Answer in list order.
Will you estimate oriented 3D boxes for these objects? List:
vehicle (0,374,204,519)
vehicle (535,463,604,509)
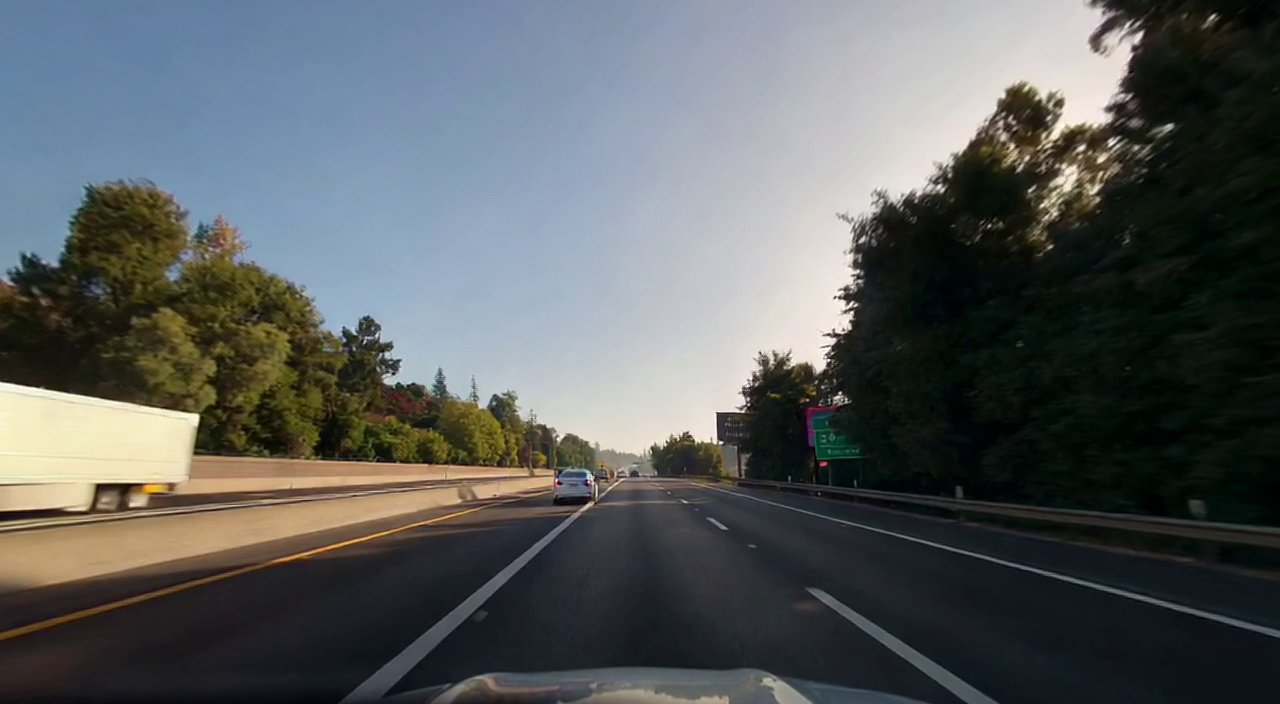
[{"bbox_3d":[-19.757,2.905,19.153,2.943,4.068,14.091,1,-11,0],"label":"vehicle"},{"bbox_3d":[-2.533,4.946,23.543,2.016,1.530,4.009,1,-11,1],"label":"vehicle"}]
